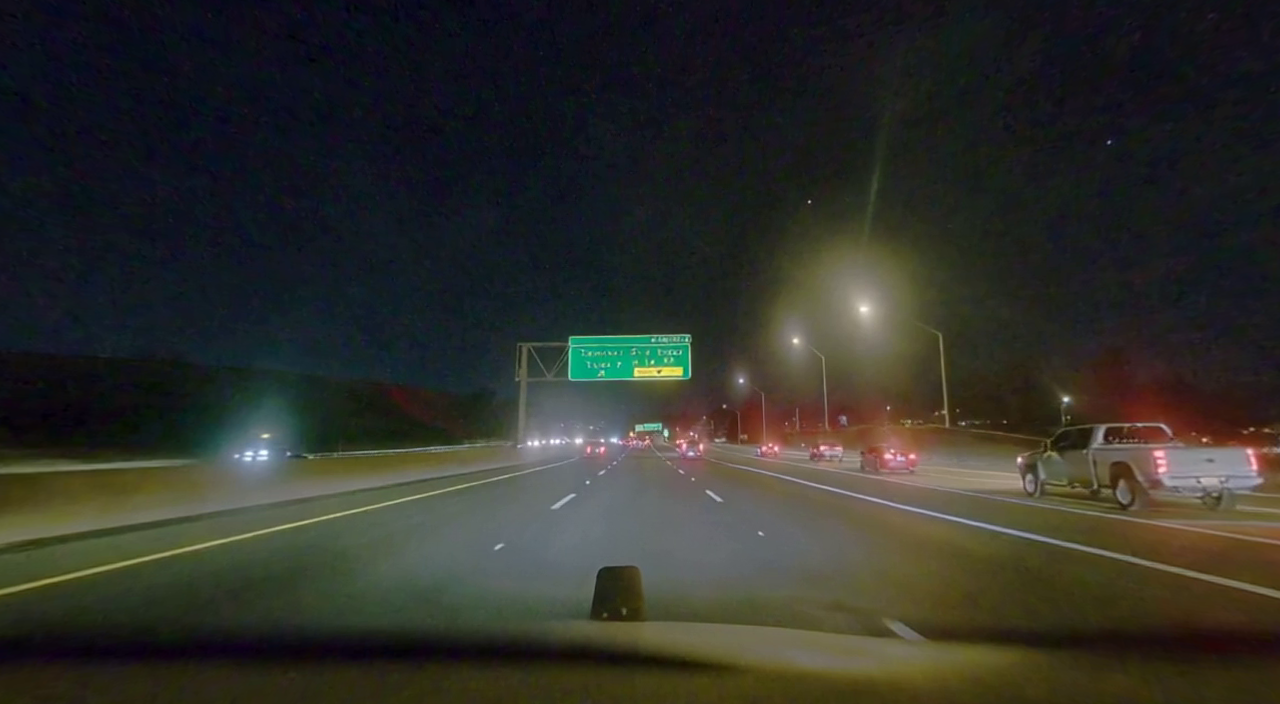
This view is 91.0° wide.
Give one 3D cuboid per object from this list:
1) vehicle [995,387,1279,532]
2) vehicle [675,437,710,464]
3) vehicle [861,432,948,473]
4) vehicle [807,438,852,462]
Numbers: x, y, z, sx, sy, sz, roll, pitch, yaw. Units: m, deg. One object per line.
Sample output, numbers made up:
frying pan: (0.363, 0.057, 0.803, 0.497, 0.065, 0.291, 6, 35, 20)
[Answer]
vehicle: (10.073, 2.075, 12.599, 2.442, 2.140, 6.462, 0, -9, 3)
vehicle: (3.697, 7.062, 45.266, 2.147, 1.794, 4.538, 0, -9, 0)
vehicle: (12.342, 4.761, 29.820, 2.116, 1.754, 4.727, 0, -9, 1)
vehicle: (14.082, 7.331, 47.043, 2.020, 1.707, 4.424, 0, -9, 1)
